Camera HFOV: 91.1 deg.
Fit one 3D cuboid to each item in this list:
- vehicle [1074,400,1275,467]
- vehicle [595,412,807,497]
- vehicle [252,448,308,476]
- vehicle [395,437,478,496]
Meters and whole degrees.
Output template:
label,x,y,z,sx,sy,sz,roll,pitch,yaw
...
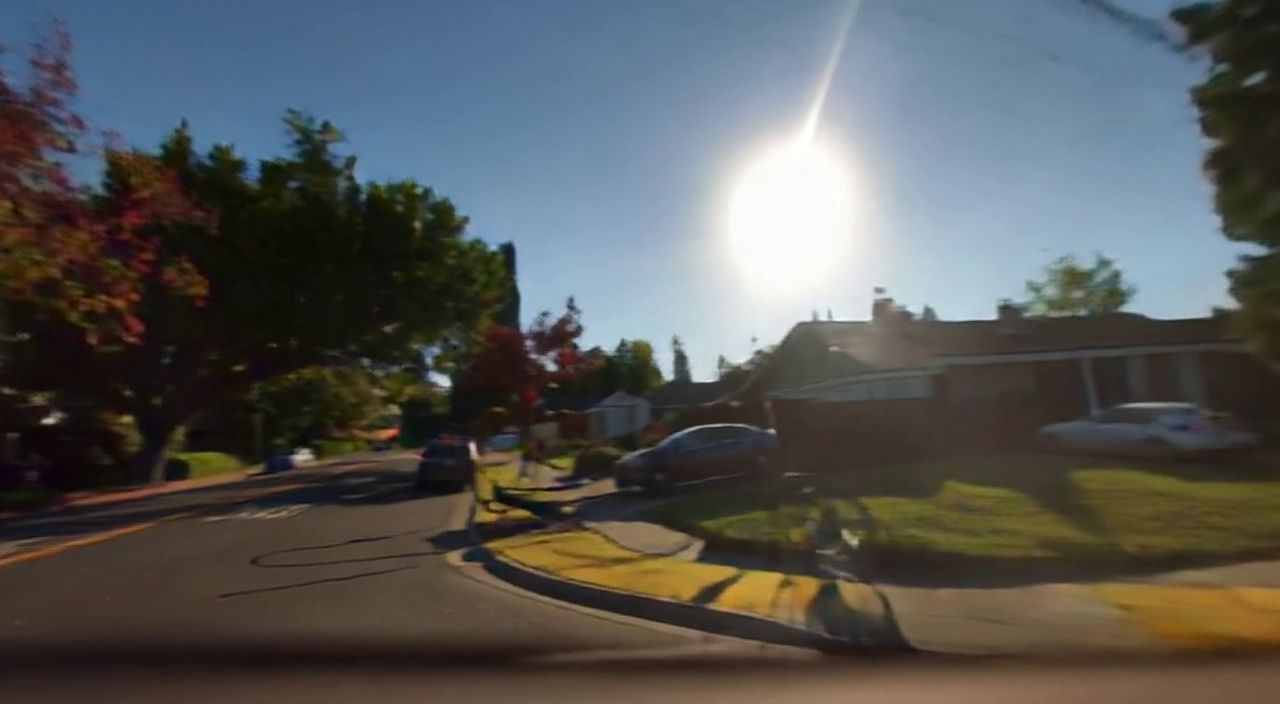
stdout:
label,x,y,z,sx,sy,sz,roll,pitch,yaw
vehicle,13.697,2.062,16.166,3.896,1.447,1.919,-1,-6,-14
vehicle,1.380,2.405,15.116,4.595,1.620,1.984,-1,-8,-13
vehicle,-22.115,6.727,38.751,2.033,1.456,4.370,-2,-7,-17
vehicle,-6.488,3.604,20.338,2.242,1.661,4.273,2,-8,-16
